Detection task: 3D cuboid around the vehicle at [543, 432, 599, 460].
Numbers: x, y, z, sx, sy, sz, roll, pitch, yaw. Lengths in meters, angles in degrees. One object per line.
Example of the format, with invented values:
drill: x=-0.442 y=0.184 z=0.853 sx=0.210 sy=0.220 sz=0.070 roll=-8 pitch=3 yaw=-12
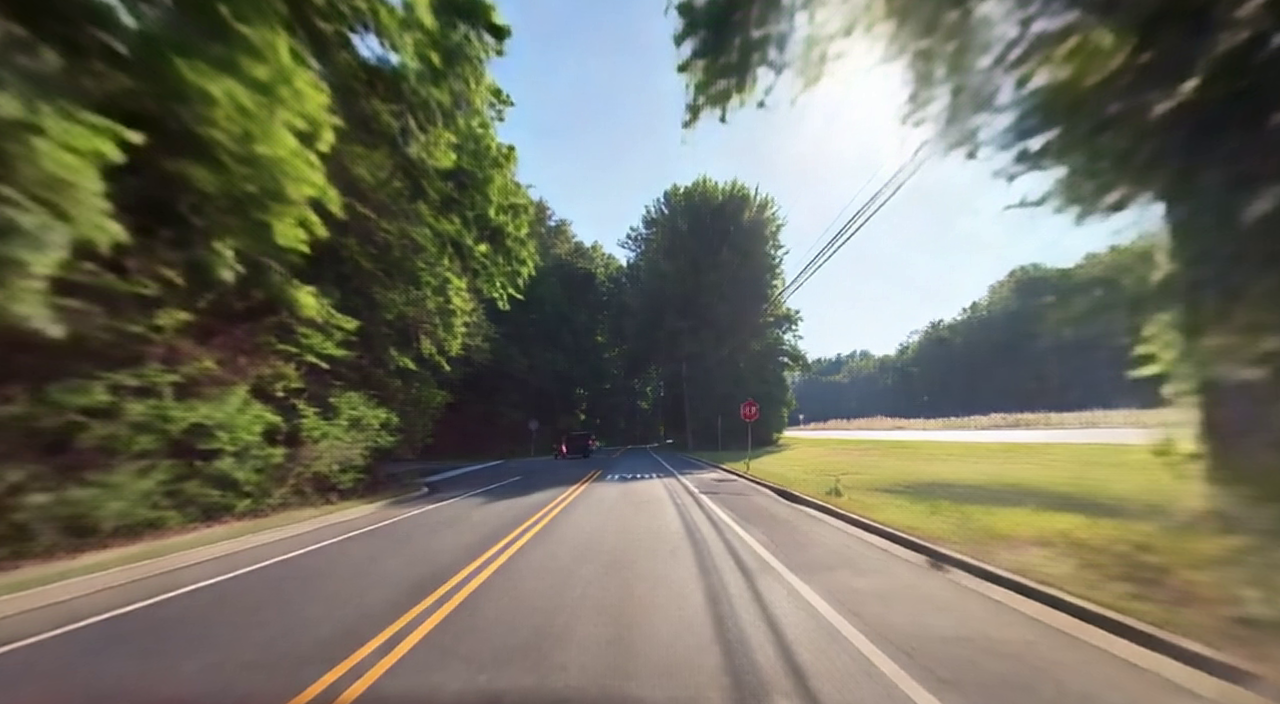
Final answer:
vehicle: x=-5.107 y=7.117 z=47.641 sx=2.348 sy=1.973 sz=5.020 roll=-3 pitch=-9 yaw=17
